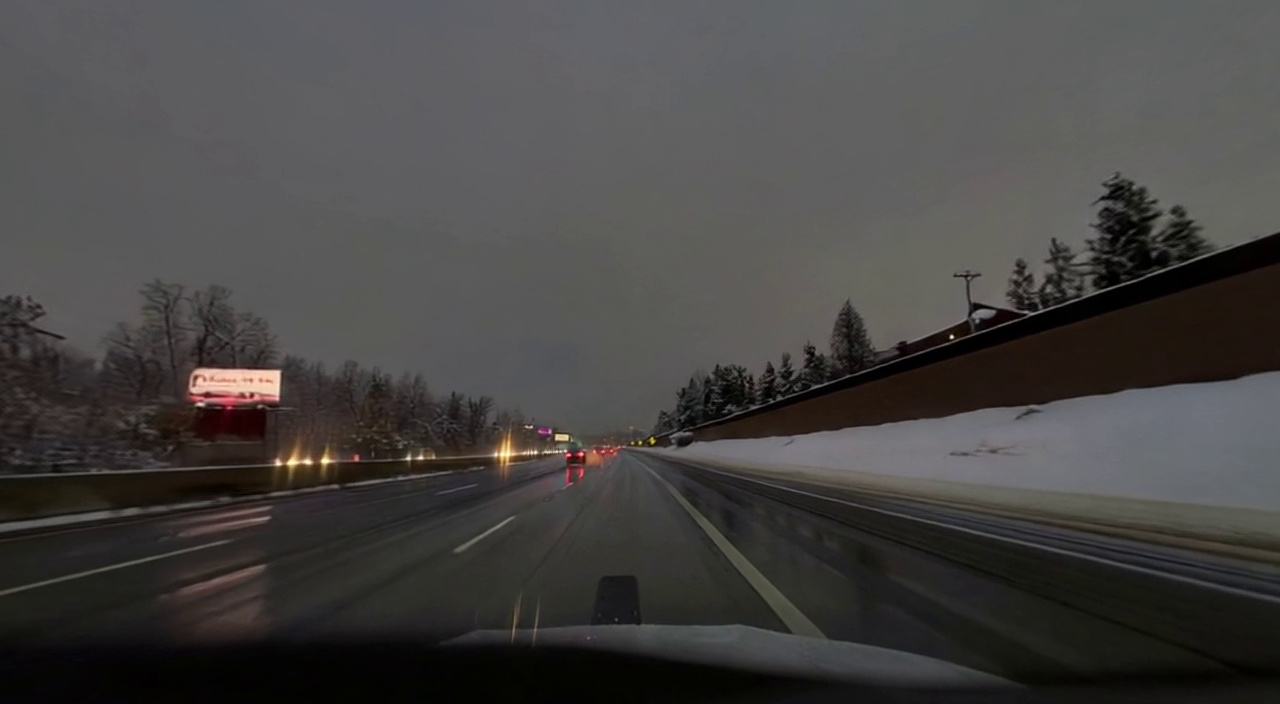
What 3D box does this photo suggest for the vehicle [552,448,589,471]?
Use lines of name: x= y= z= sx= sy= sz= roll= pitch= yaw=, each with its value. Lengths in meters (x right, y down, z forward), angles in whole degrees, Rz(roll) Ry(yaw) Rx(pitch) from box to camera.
vehicle: x=-4.764 y=7.423 z=43.885 sx=2.078 sy=1.457 sz=4.648 roll=0 pitch=-8 yaw=0

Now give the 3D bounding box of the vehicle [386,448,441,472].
vehicle: x=-15.914 y=7.599 z=44.690 sx=2.260 sy=1.515 sz=4.498 roll=0 pitch=-8 yaw=0

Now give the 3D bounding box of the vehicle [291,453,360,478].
vehicle: x=-18.754 y=6.762 z=37.914 sx=1.988 sy=1.328 sz=4.244 roll=0 pitch=-9 yaw=0
